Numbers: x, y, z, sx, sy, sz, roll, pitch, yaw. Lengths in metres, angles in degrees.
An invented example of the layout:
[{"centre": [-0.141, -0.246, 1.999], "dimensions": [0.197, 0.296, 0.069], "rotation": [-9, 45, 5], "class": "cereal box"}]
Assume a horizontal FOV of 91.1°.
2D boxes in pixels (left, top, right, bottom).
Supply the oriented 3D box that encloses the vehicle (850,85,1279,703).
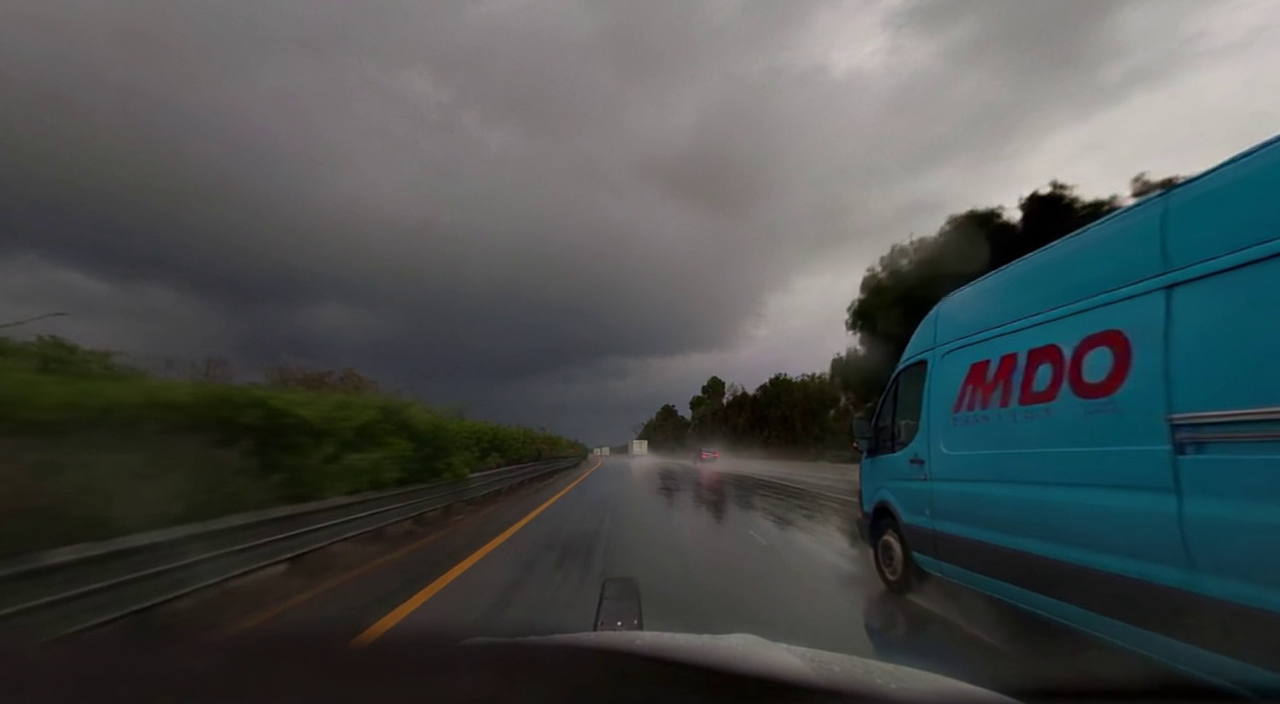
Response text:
[{"centre": [3.564, 0.446, 3.034], "dimensions": [2.355, 2.664, 7.367], "rotation": [0, -9, -1], "class": "vehicle"}]
